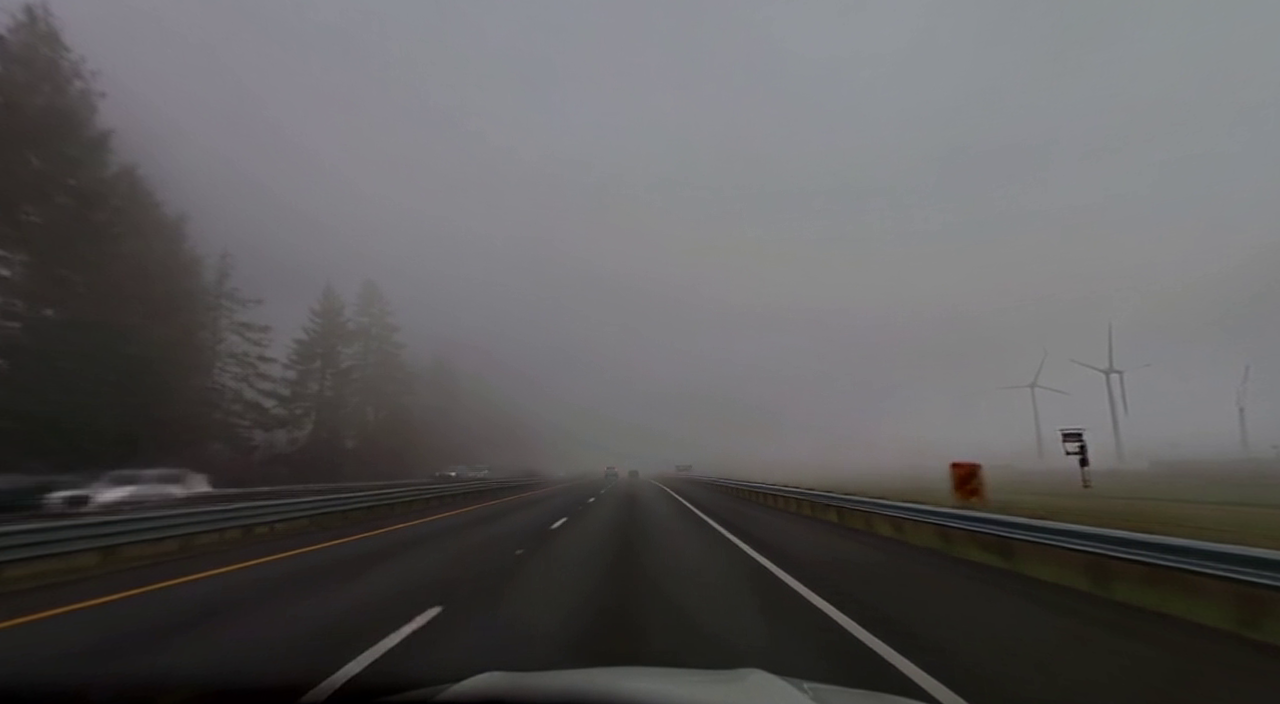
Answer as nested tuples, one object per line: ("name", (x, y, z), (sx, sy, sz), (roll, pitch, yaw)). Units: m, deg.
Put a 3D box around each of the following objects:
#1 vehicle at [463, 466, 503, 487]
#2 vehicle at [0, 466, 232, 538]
("vehicle", (-12.162, 9.676, 49.013), (1.978, 1.546, 4.071), (1, -11, 1))
("vehicle", (-12.422, 3.550, 15.401), (1.884, 1.434, 4.481), (1, -11, 0))
